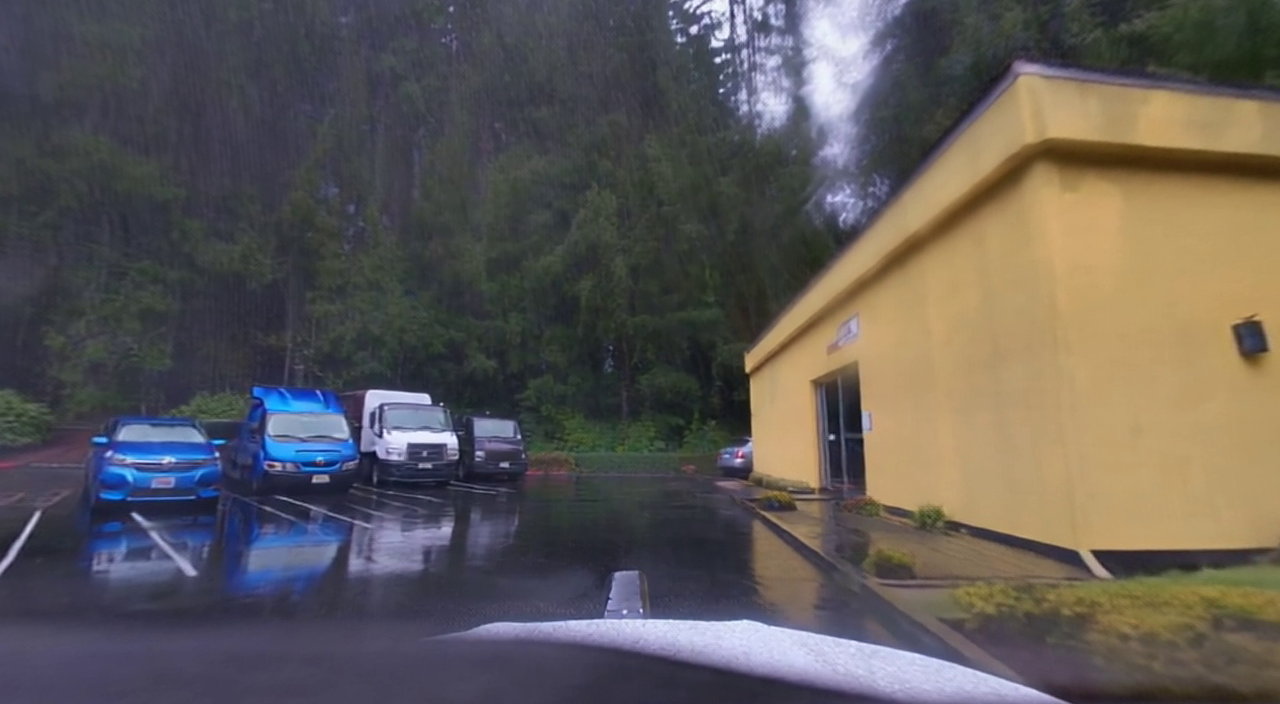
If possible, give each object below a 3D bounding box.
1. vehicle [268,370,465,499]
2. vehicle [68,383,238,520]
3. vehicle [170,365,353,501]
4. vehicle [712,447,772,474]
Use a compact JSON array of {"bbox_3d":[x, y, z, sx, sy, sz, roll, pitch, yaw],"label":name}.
[{"bbox_3d":[-11.387,3.423,25.191,2.948,4.069,11.906,8,-12,-44],"label":"vehicle"},{"bbox_3d":[-13.887,2.772,17.675,2.674,3.007,7.819,8,-12,-43],"label":"vehicle"},{"bbox_3d":[-14.325,3.115,23.184,3.038,3.871,11.512,8,-12,-43],"label":"vehicle"},{"bbox_3d":[6.003,6.309,36.904,1.809,1.506,3.473,-8,-12,42],"label":"vehicle"}]
